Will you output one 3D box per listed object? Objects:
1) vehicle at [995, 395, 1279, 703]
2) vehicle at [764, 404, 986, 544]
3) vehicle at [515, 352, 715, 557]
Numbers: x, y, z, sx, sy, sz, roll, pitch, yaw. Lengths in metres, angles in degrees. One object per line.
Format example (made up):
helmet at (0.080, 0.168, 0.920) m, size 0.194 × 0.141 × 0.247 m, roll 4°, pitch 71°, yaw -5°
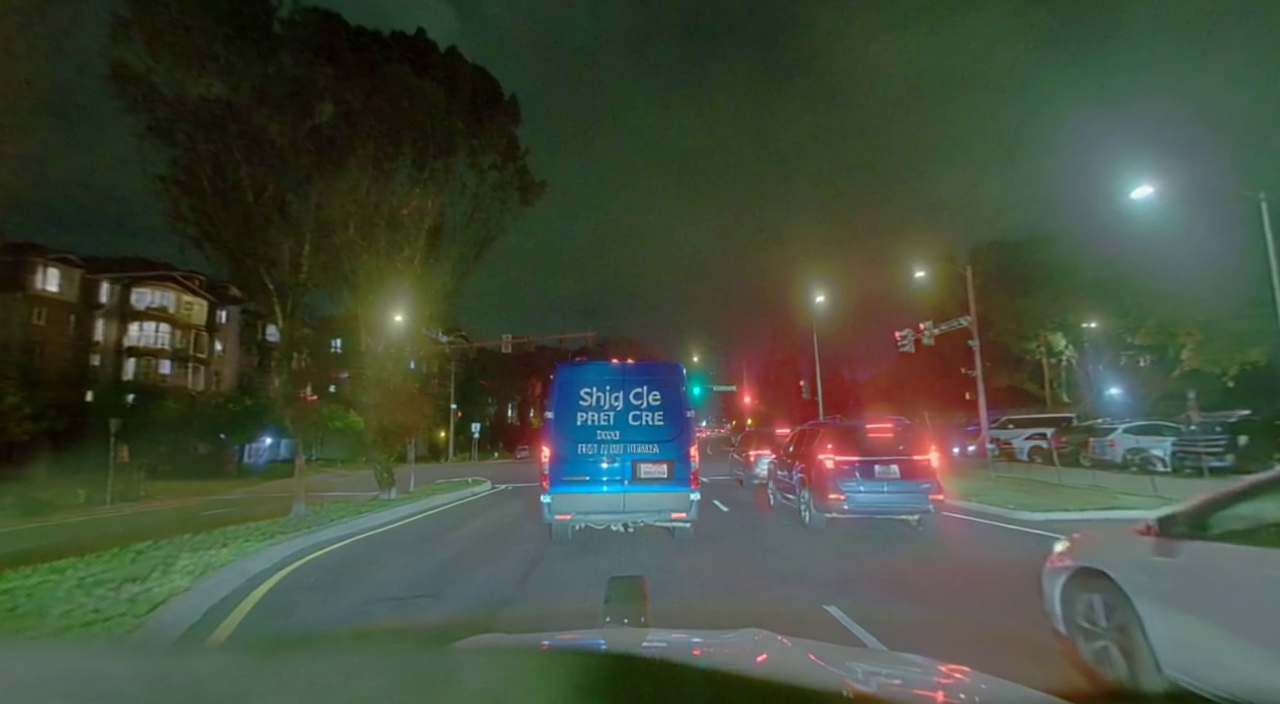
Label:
vehicle at (3.428, 0.858, 2.041) m, size 1.951 × 1.483 × 4.582 m, roll 0°, pitch -8°, yaw 1°
vehicle at (3.447, 1.883, 10.301) m, size 1.965 × 1.771 × 4.295 m, roll 0°, pitch -8°, yaw 0°
vehicle at (-0.225, 1.604, 10.264) m, size 2.422 × 2.488 × 4.992 m, roll 0°, pitch -8°, yaw 2°
